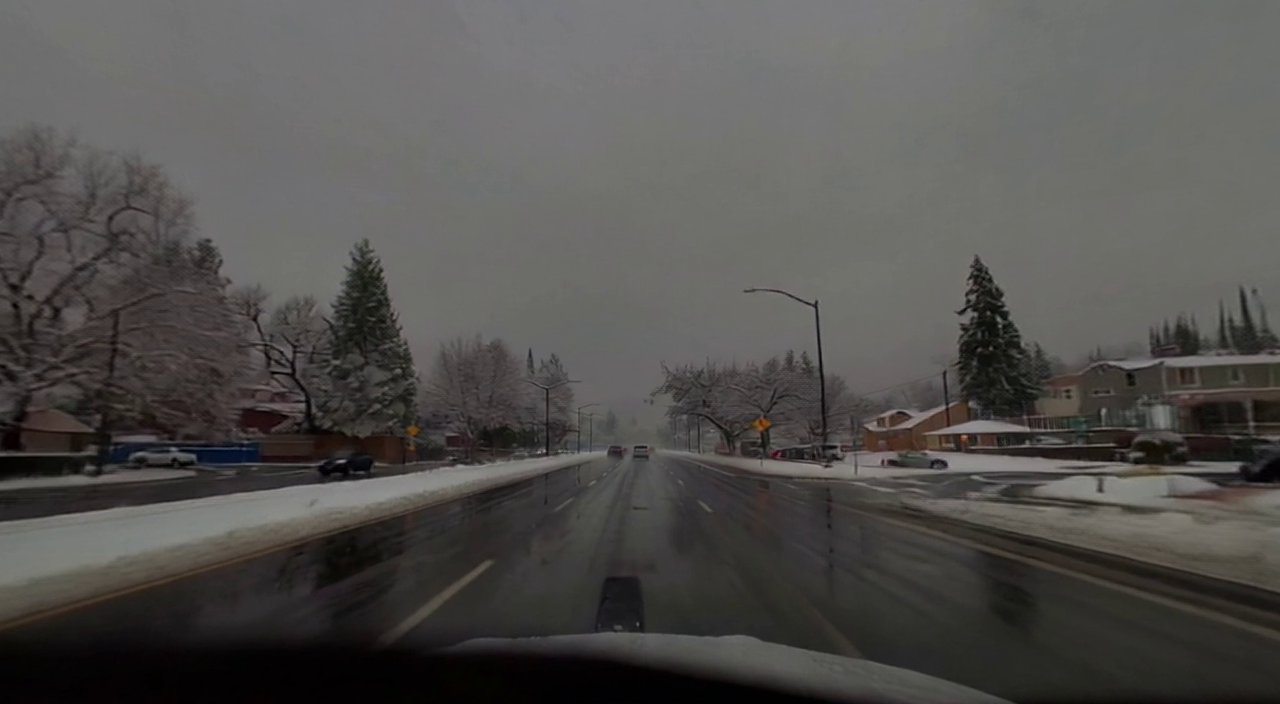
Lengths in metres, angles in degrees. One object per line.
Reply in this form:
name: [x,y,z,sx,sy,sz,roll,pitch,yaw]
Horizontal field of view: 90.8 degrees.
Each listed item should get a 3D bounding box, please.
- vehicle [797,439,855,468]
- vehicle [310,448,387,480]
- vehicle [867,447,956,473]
vehicle: [13.258,7.271,45.427,2.047,1.950,5.112,1,-9,-8]
vehicle: [-14.797,5.681,32.309,1.929,1.506,4.125,0,-8,0]
vehicle: [16.069,6.363,37.610,1.826,1.420,4.533,5,-10,-32]
